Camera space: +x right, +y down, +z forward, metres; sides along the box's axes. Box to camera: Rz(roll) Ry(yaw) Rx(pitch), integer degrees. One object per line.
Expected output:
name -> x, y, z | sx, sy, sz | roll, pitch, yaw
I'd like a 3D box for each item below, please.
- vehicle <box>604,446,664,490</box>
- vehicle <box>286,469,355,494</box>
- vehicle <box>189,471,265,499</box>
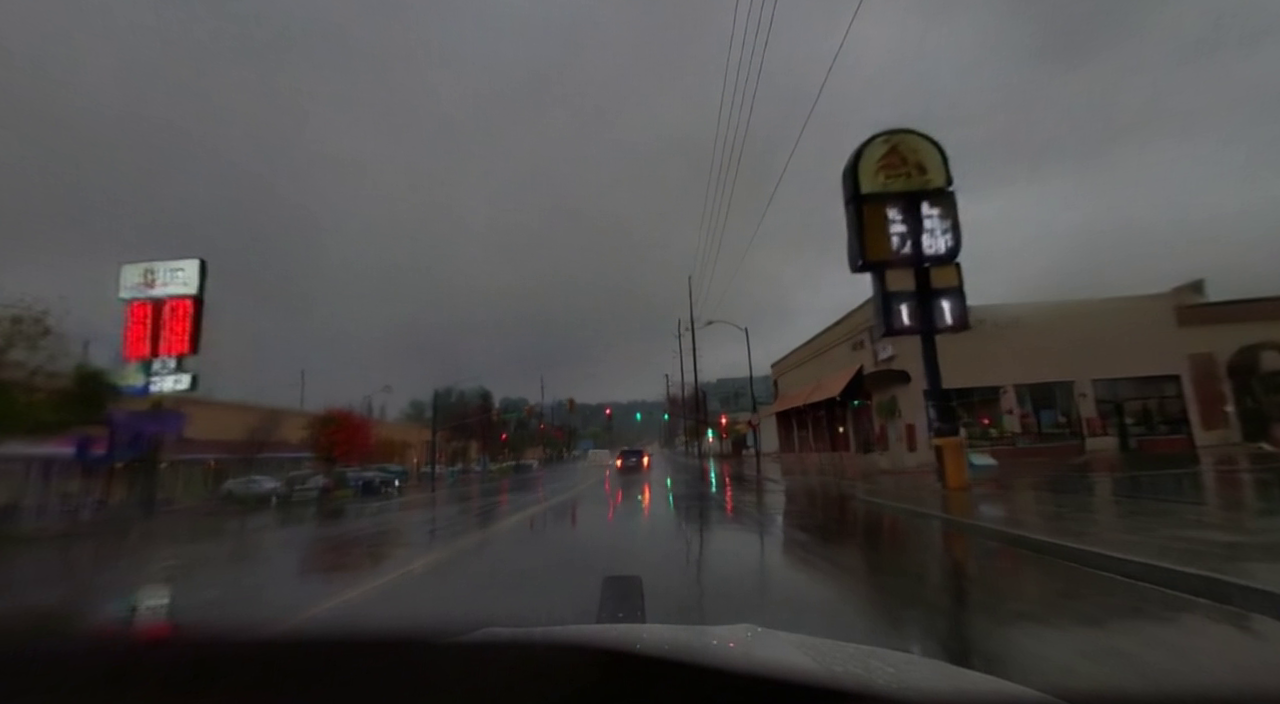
vehicle -> -0.128, 4.246, 23.495 | 1.977, 1.451, 4.032 | -1, -8, 3
vehicle -> -24.085, 9.719, 47.680 | 4.310, 1.663, 1.881 | 6, -10, -34
vehicle -> -29.419, 9.419, 45.006 | 4.261, 1.756, 1.915 | 6, -11, -38
